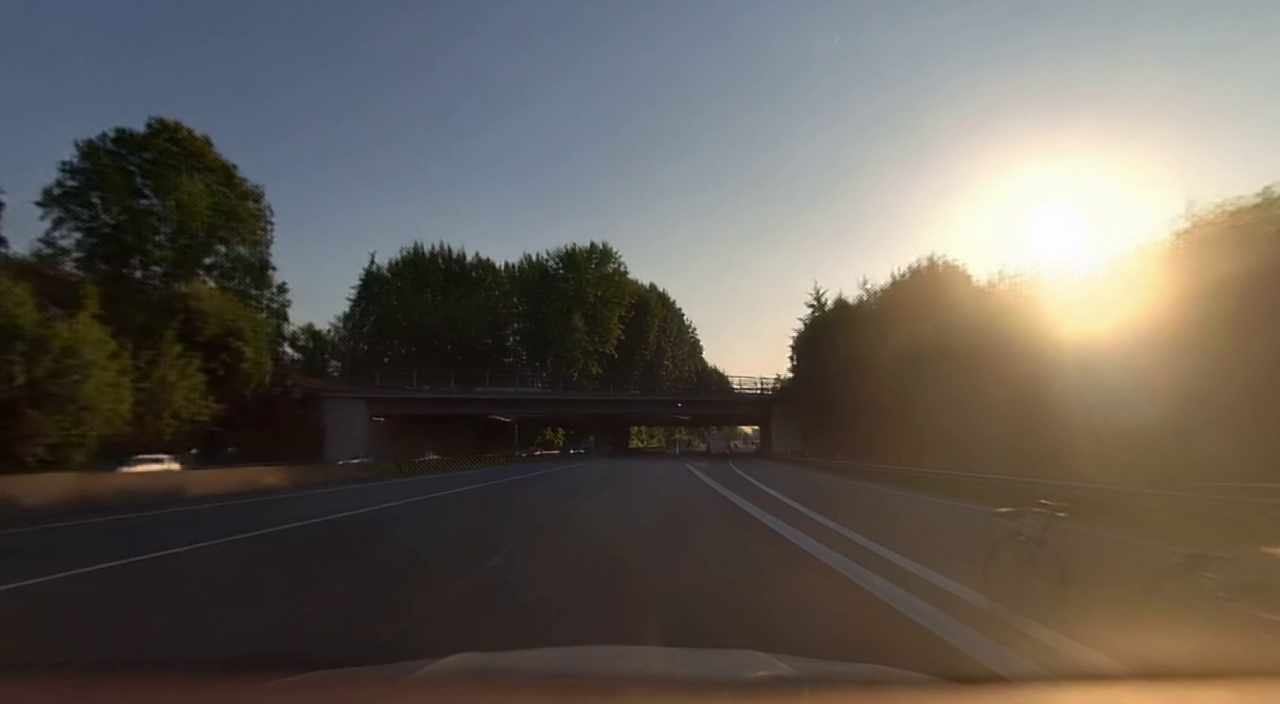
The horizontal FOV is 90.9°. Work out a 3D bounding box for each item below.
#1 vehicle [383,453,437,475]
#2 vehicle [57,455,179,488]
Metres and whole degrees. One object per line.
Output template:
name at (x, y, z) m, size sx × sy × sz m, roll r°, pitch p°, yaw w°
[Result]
vehicle at (-16.458, 8.006, 45.329) m, size 1.920 × 1.477 × 4.708 m, roll 0°, pitch -9°, yaw 2°
vehicle at (-25.659, 5.867, 31.254) m, size 1.888 × 1.473 × 4.745 m, roll 0°, pitch -9°, yaw 1°
